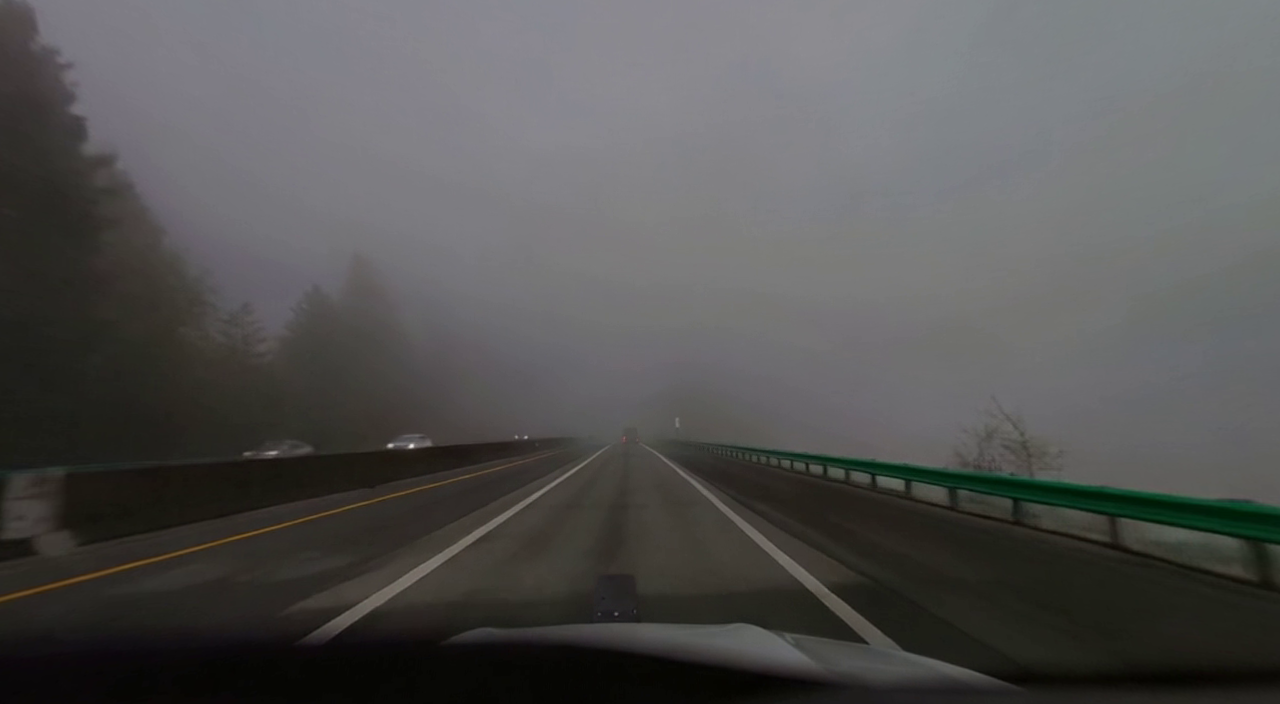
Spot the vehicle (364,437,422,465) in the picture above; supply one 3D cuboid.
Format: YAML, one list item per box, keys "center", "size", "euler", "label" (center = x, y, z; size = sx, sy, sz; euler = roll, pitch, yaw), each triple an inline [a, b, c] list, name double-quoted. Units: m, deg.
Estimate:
- center: [-13.608, 5.435, 34.925]
  size: [1.792, 1.428, 3.550]
  euler: [0, -7, -1]
  label: "vehicle"

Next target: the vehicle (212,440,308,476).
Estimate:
- center: [-17.406, 4.848, 29.145]
  size: [1.837, 1.446, 4.254]
  euler: [0, -7, -1]
  label: "vehicle"
